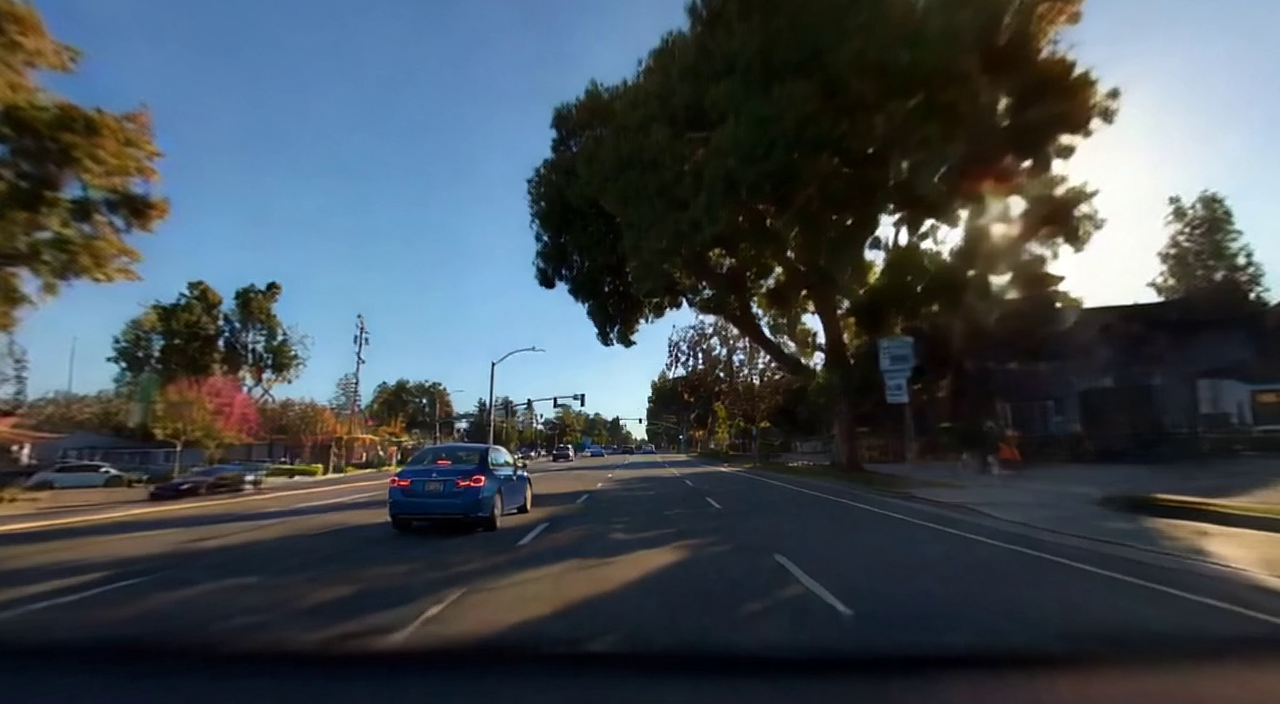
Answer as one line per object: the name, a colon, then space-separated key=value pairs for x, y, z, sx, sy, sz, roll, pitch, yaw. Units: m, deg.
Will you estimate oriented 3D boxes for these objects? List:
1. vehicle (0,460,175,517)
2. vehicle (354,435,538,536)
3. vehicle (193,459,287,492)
vehicle: x=-17.339 y=4.219 z=19.940 sx=1.826 sy=1.490 sz=4.407 roll=0 pitch=-9 yaw=1
vehicle: x=-3.246 y=2.328 z=11.627 sx=1.924 sy=1.480 sz=4.421 roll=0 pitch=-9 yaw=1
vehicle: x=-21.108 y=6.514 z=33.563 sx=1.842 sy=1.507 sz=4.846 roll=0 pitch=-9 yaw=0
